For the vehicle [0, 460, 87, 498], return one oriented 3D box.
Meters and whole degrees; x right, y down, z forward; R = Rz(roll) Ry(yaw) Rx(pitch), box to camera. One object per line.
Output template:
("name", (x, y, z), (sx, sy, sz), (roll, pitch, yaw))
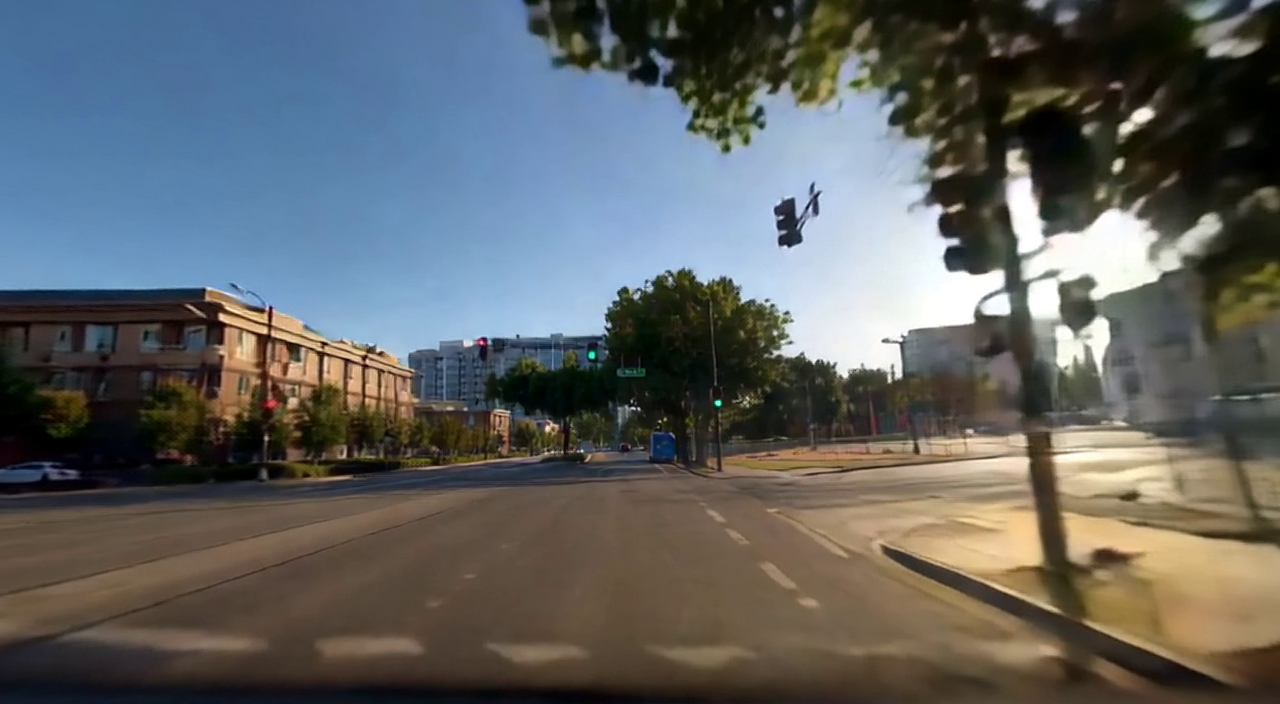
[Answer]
("vehicle", (-26.250, 5.309, 26.541), (4.153, 1.493, 1.808), (0, -9, -2))
